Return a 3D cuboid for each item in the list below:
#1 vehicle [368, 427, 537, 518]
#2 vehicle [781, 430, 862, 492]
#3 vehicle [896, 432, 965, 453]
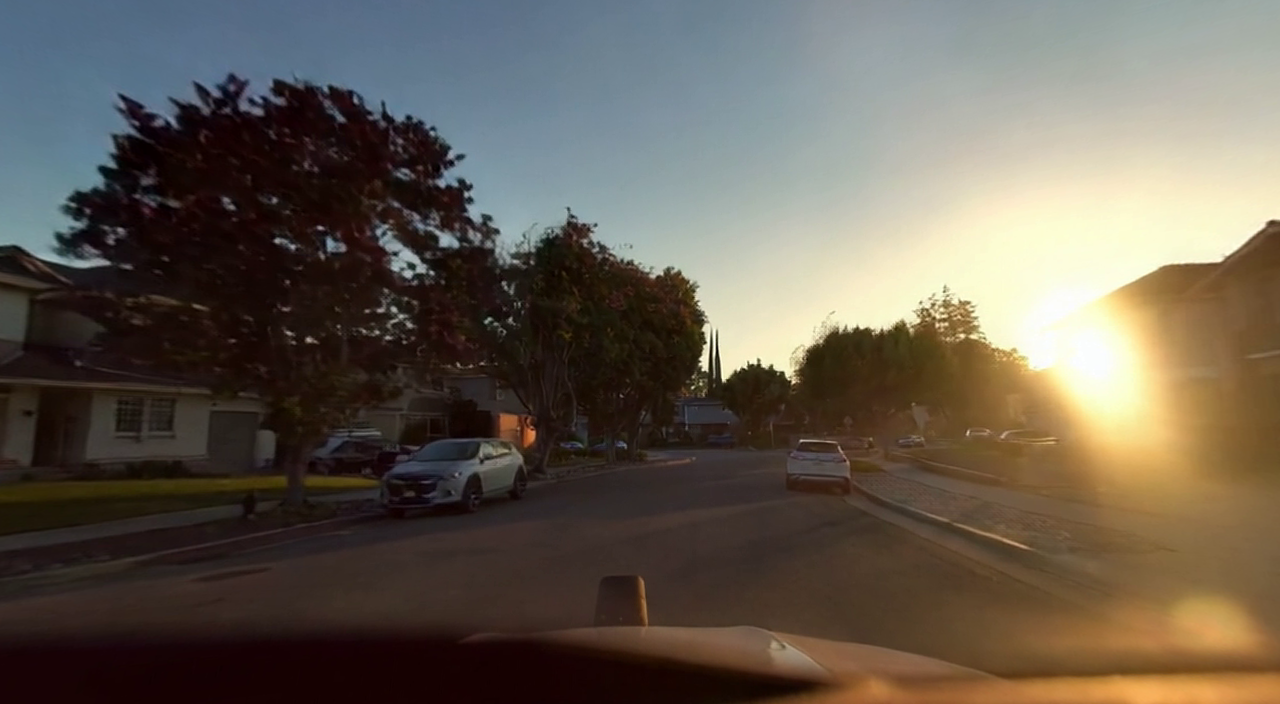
[{"bbox_3d":[-4.171,2.727,15.012,2.041,1.762,4.508,-3,-8,10],"label":"vehicle"},{"bbox_3d":[5.448,3.304,19.537,2.075,1.657,4.648,-2,-9,13],"label":"vehicle"},{"bbox_3d":[22.535,7.043,49.180,4.554,1.521,1.937,-3,-9,17],"label":"vehicle"}]
